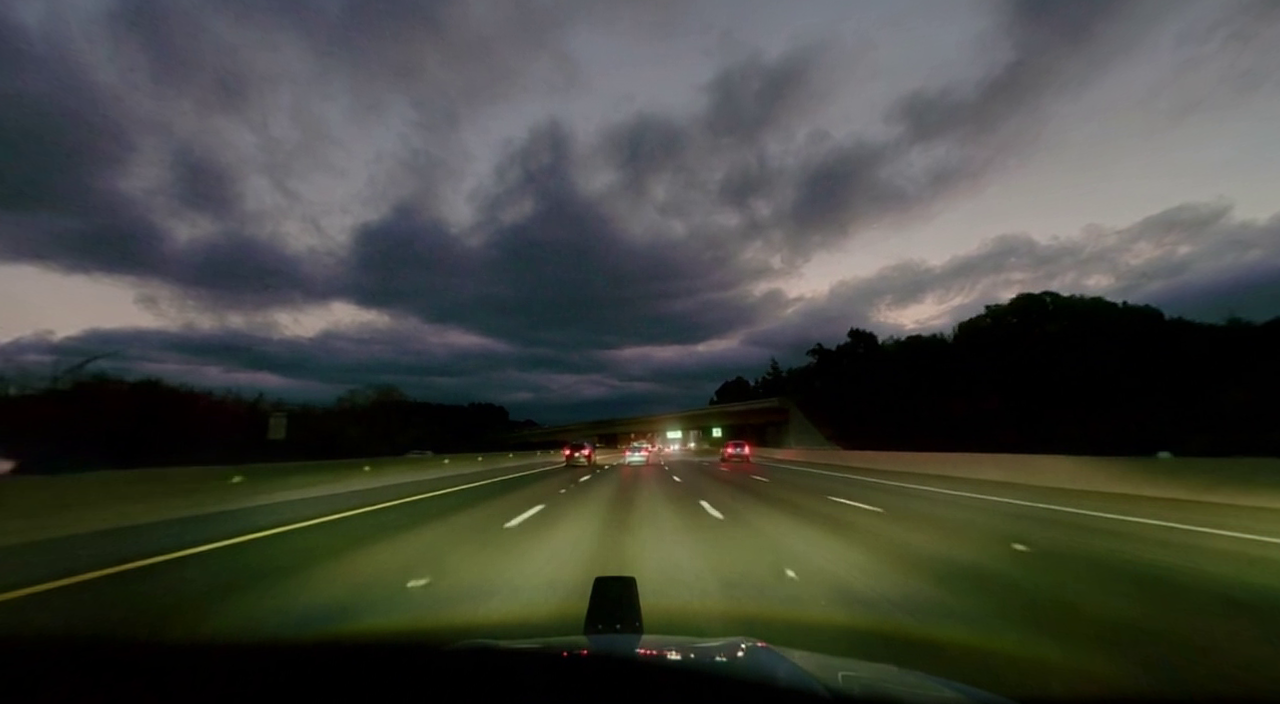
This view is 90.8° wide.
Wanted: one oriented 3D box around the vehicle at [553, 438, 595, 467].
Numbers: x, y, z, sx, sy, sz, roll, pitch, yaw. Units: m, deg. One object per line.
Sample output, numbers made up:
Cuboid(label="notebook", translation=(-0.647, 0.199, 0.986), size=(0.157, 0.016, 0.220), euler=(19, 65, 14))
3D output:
Cuboid(label="vehicle", translation=(-4.163, 6.401, 40.453), size=(2.113, 1.756, 4.471), euler=(0, -9, 1))

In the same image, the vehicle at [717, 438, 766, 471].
Cuboid(label="vehicle", translation=(5.371, 5.467, 33.903), size=(1.936, 1.625, 3.991), euler=(0, -8, 0))

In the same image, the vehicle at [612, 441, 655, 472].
Cuboid(label="vehicle", translation=(-0.310, 5.331, 32.436), size=(2.075, 1.486, 4.007), euler=(0, -8, 0))
